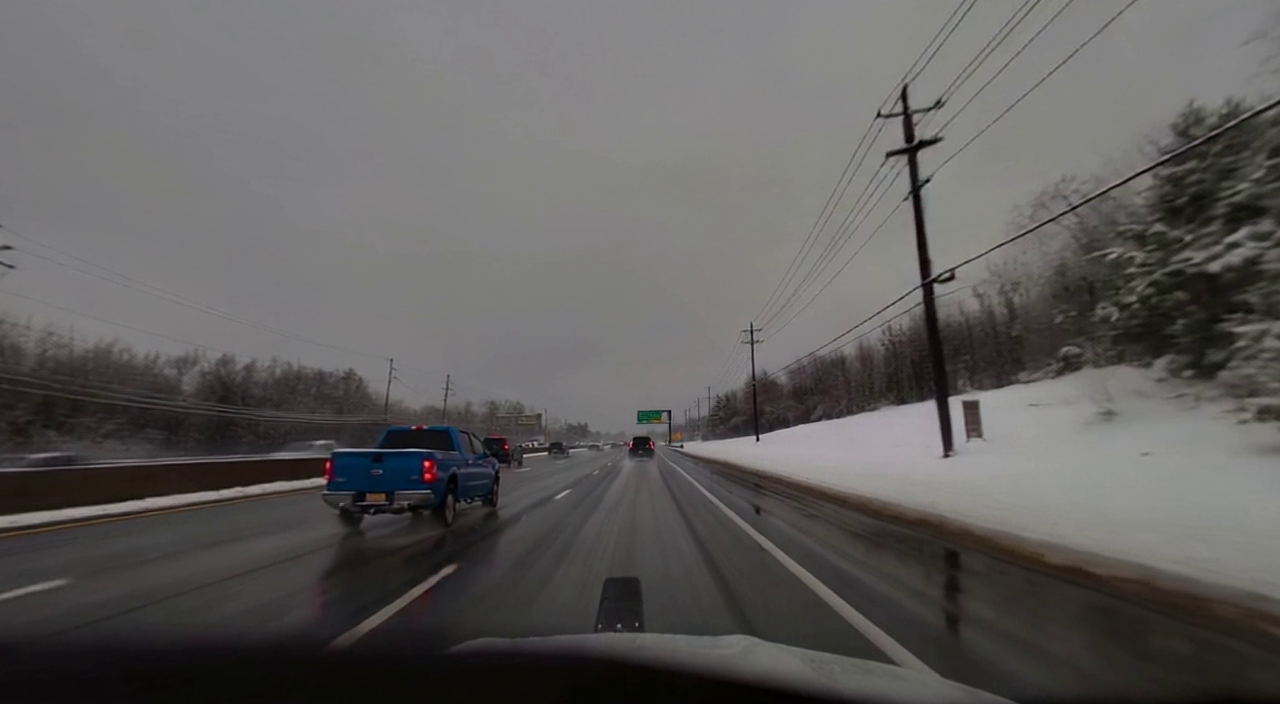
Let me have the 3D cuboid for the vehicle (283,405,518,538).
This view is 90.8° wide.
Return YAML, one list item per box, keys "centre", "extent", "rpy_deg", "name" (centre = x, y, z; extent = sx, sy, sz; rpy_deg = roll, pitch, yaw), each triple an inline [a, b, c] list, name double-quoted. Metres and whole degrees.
- centre: [-3.817, 2.039, 11.420]
  extent: [2.204, 1.812, 5.289]
  rpy_deg: [0, -8, 0]
  name: "vehicle"

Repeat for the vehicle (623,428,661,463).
- centre: [0.101, 6.158, 41.502]
  extent: [2.358, 2.144, 4.713]
  rpy_deg: [0, -8, 0]
  name: "vehicle"
